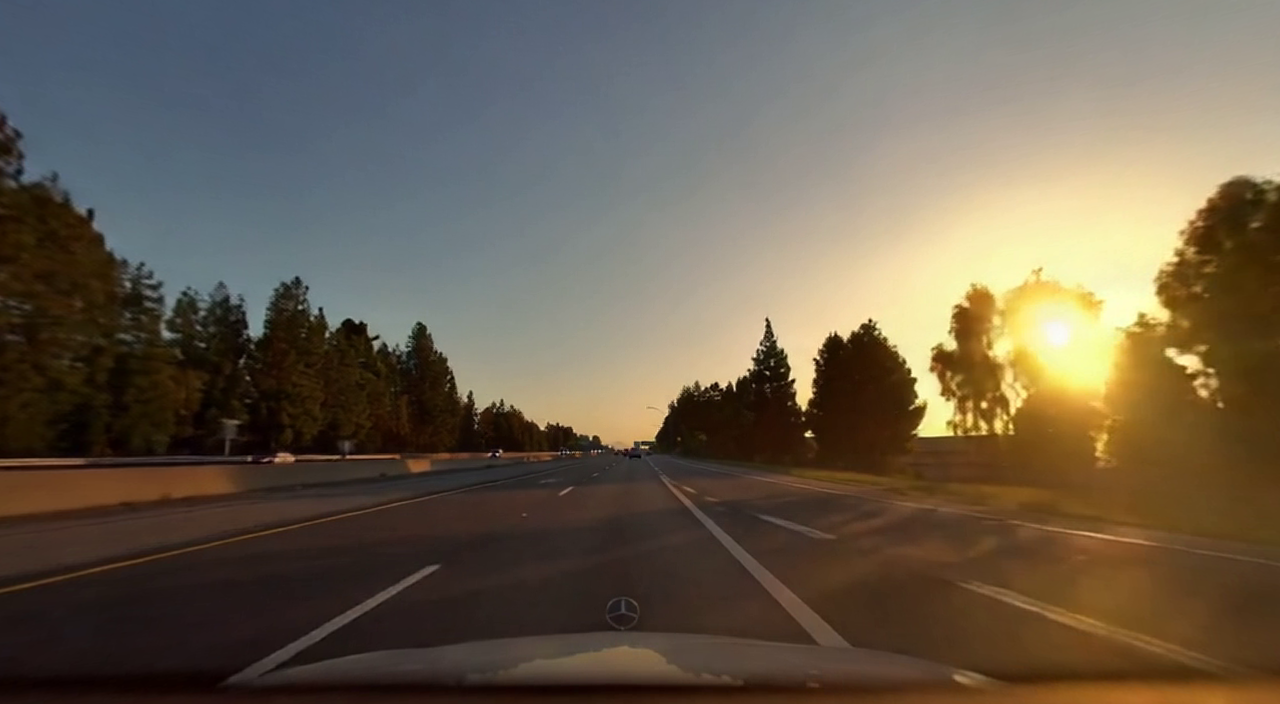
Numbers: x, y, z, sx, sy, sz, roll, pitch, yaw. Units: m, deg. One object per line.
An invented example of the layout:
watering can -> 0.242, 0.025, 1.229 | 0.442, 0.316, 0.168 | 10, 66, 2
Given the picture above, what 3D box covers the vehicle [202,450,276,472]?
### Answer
vehicle -> -30.759, 8.357, 48.555 | 2.132, 1.559, 4.391 | -3, -9, 16
